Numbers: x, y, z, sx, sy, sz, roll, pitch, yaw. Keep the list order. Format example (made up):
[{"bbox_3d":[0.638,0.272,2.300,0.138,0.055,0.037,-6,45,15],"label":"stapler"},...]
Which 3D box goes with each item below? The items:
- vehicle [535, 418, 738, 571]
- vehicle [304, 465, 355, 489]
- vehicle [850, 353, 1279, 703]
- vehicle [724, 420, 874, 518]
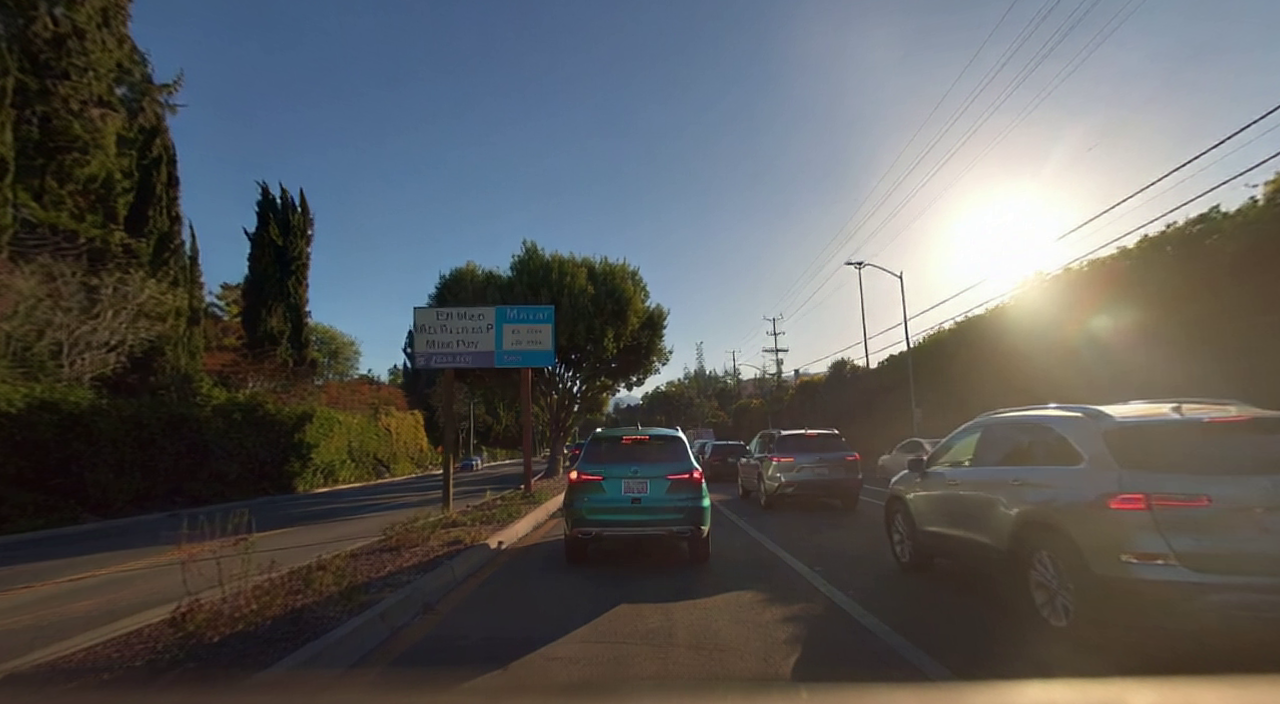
[{"bbox_3d":[-0.073,1.865,9.065,2.199,1.641,4.232,0,-8,-1],"label":"vehicle"},{"bbox_3d":[-22.878,9.198,46.691,1.847,1.554,3.926,0,-8,-1],"label":"vehicle"},{"bbox_3d":[3.507,1.162,5.285,2.001,1.707,4.250,0,-8,0],"label":"vehicle"},{"bbox_3d":[3.297,2.548,14.227,2.097,1.818,4.625,0,-8,-1],"label":"vehicle"}]
